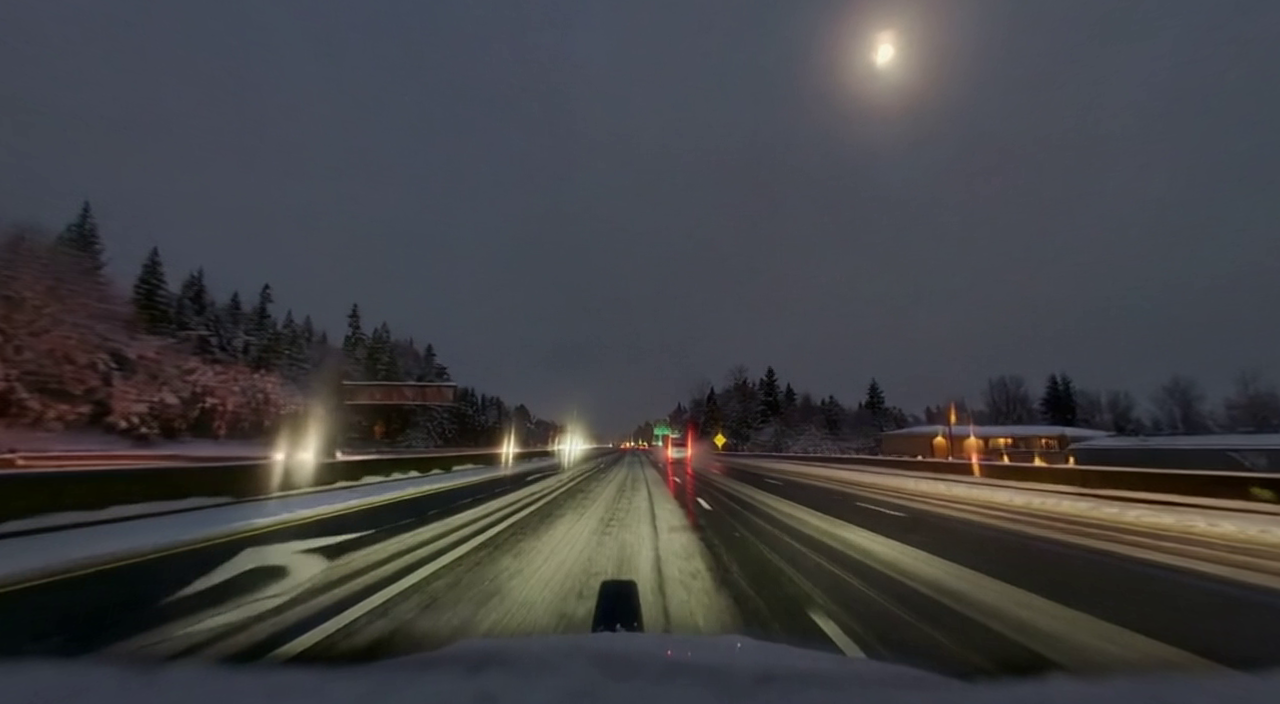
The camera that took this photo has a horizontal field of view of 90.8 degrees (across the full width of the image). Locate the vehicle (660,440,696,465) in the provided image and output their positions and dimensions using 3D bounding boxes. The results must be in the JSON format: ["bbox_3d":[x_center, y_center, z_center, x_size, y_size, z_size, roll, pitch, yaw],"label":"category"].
[{"bbox_3d":[2.675,7.258,45.537,2.127,1.692,4.382,0,-9,-2],"label":"vehicle"}]

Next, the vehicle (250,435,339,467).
[{"bbox_3d":[-17.696,5.080,32.610,1.921,1.521,4.613,0,-9,1],"label":"vehicle"}]
